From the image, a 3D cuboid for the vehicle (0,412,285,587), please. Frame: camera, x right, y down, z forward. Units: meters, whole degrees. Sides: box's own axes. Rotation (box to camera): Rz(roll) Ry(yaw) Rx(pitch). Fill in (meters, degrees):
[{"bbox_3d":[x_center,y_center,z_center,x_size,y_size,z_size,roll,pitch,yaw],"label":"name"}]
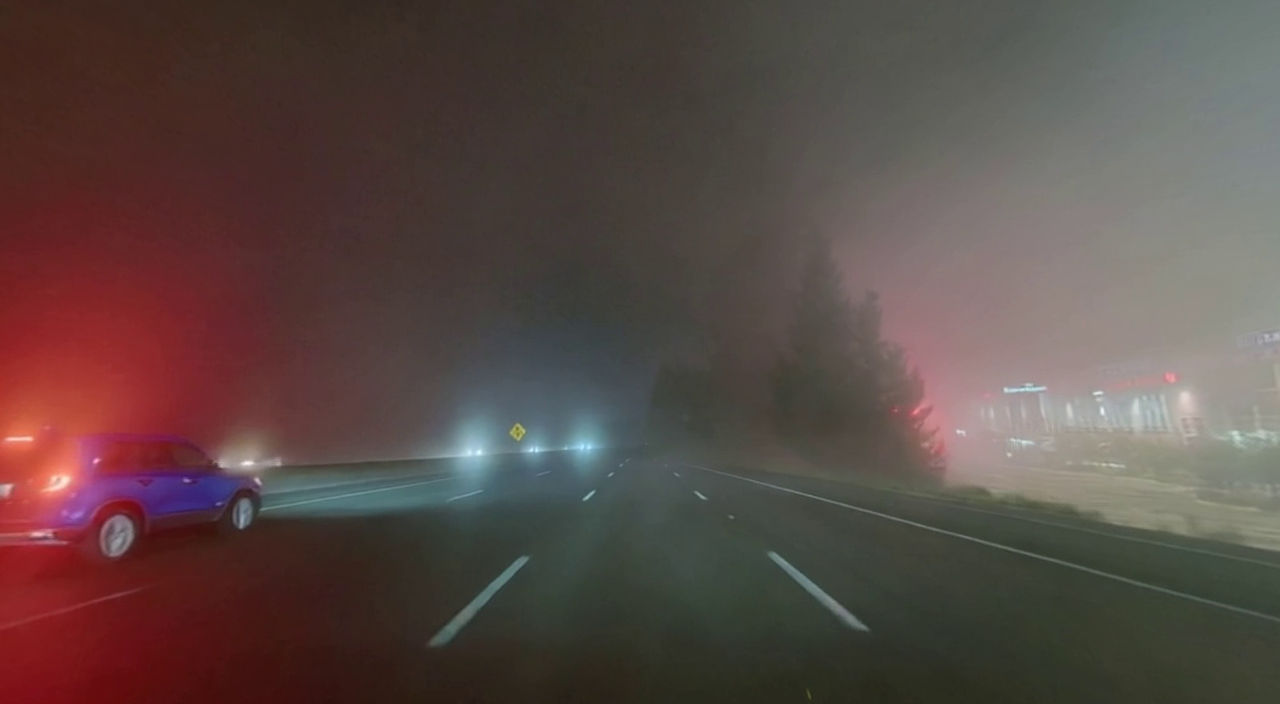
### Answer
[{"bbox_3d":[-7.312,1.793,8.609,2.148,1.709,4.678,0,-8,1],"label":"vehicle"}]
